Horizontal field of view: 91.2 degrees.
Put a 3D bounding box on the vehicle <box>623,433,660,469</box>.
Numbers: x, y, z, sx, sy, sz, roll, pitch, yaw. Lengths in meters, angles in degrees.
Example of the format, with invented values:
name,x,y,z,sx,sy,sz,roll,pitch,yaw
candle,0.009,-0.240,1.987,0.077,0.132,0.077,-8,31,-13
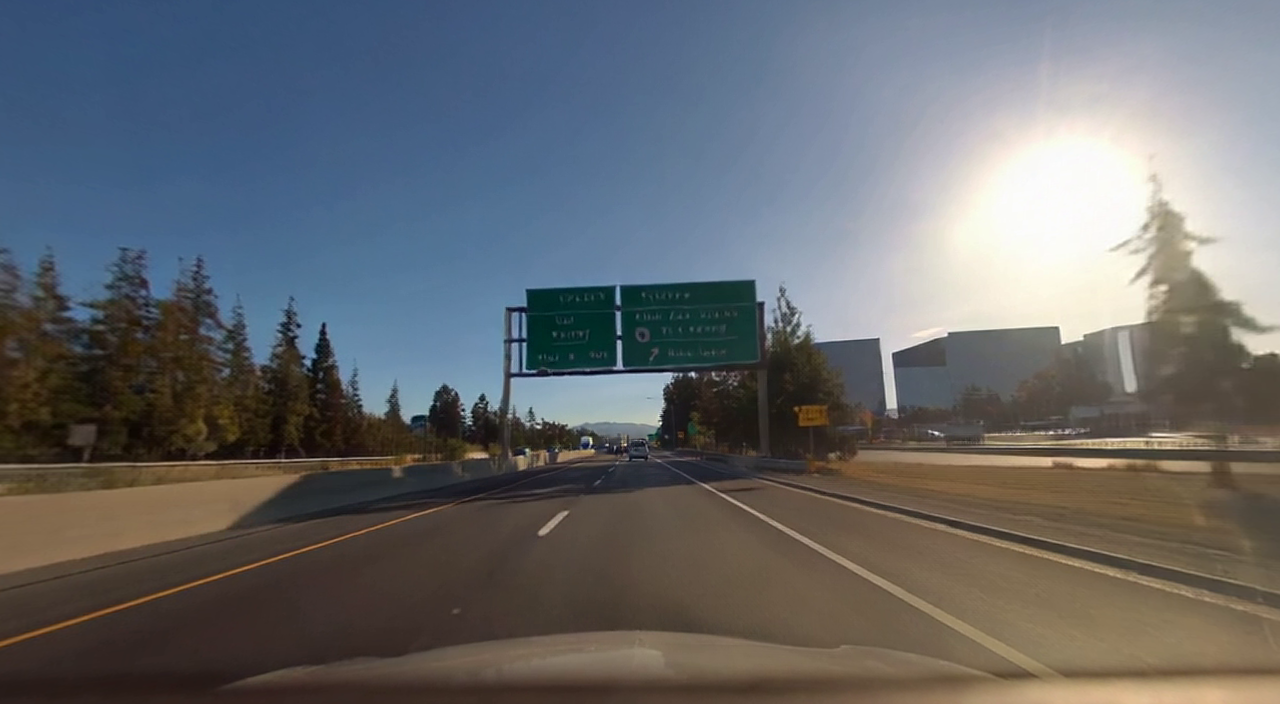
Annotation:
name,x,y,z,sx,sy,sz,roll,pitch,yaw
vehicle,0.138,6.458,40.943,2.268,2.122,4.595,-1,-9,1
